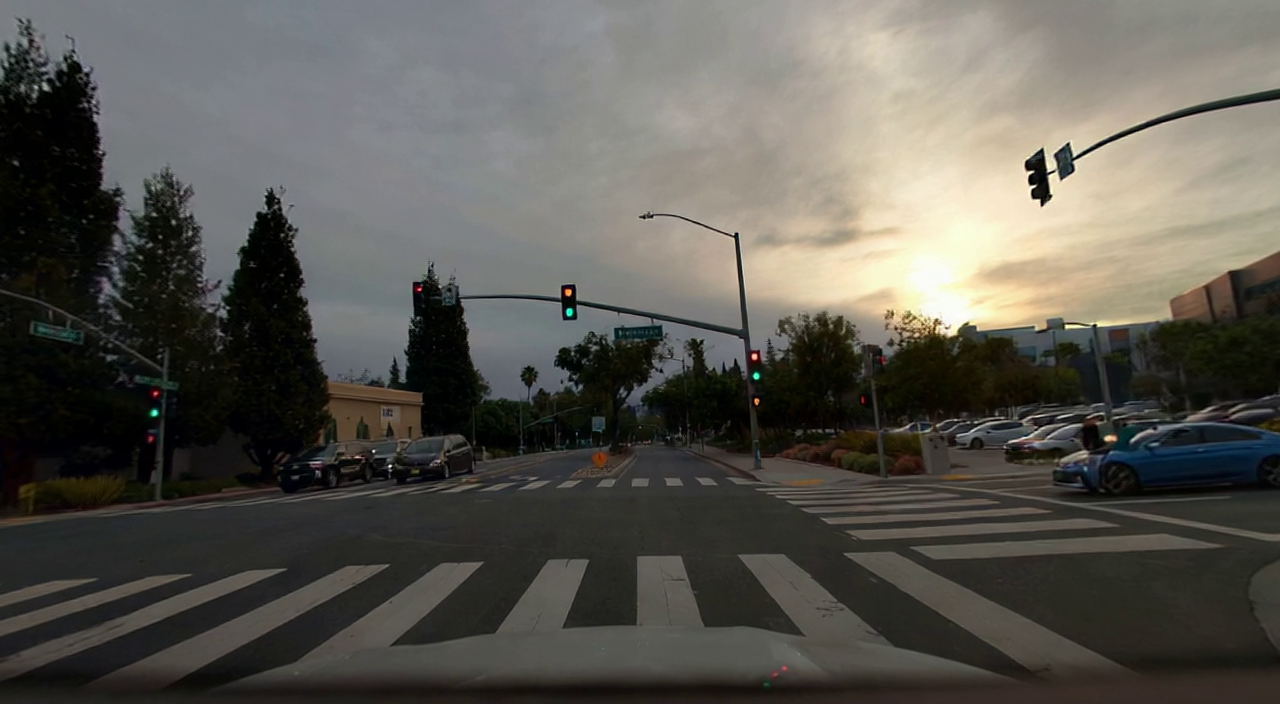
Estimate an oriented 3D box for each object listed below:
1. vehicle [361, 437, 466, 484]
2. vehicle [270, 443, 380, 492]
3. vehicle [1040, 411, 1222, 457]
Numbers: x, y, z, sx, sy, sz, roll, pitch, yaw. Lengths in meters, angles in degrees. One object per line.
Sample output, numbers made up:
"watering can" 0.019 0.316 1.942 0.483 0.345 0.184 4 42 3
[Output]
"vehicle" -10.149 4.927 28.984 2.664 1.940 5.702 0 -9 0
"vehicle" -13.777 5.062 28.060 2.306 1.957 4.968 0 -9 -1
"vehicle" 16.938 2.908 22.113 4.560 1.453 1.851 -3 -9 18
